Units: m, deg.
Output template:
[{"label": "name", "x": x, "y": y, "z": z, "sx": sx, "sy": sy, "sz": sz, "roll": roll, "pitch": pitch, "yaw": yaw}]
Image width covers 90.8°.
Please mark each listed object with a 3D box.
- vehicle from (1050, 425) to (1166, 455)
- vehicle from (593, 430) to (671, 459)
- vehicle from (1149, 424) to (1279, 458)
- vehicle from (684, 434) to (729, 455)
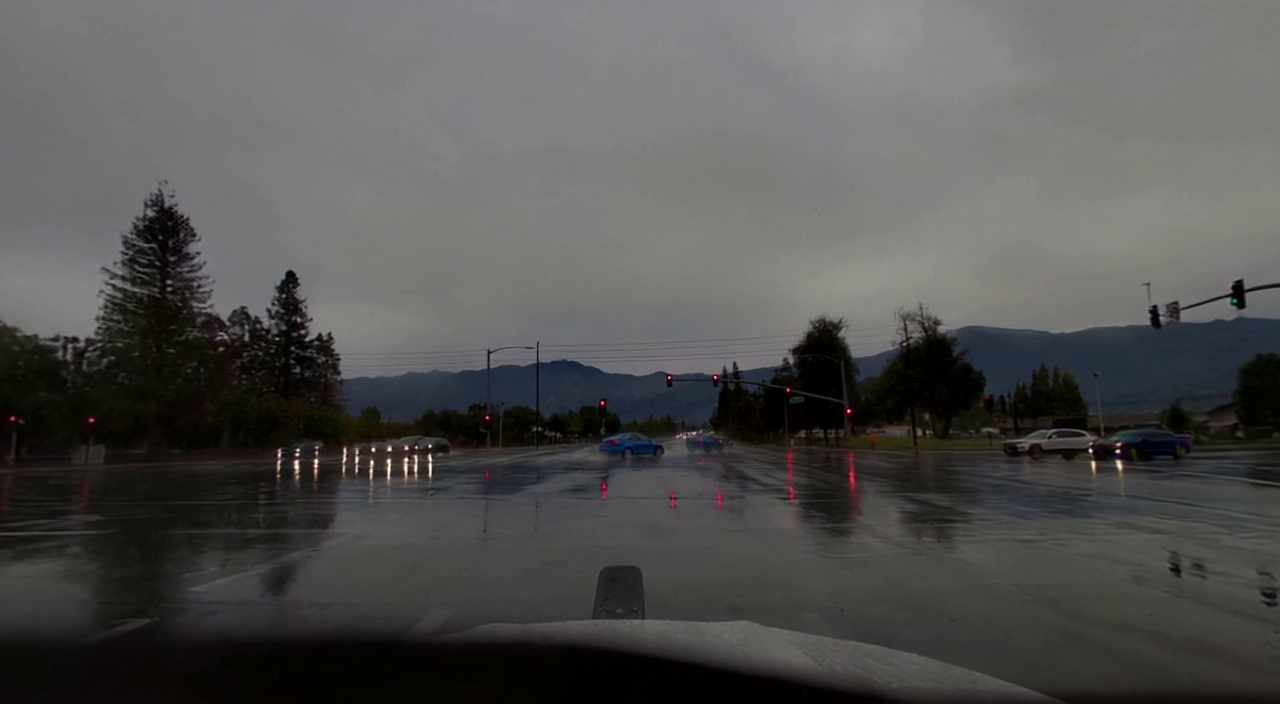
[{"label": "vehicle", "x": 27.524, "y": 5.192, "z": 37.280, "sx": 5.100, "sy": 1.680, "sz": 2.055, "roll": 0, "pitch": -8, "yaw": 2}, {"label": "vehicle", "x": -0.458, "y": 5.852, "z": 40.006, "sx": 2.105, "sy": 1.735, "sz": 4.812, "roll": -8, "pitch": -12, "yaw": 44}, {"label": "vehicle", "x": 27.283, "y": 4.205, "z": 29.822, "sx": 4.778, "sy": 1.495, "sz": 1.959, "roll": 0, "pitch": -8, "yaw": 0}, {"label": "vehicle", "x": 5.243, "y": 7.207, "z": 49.191, "sx": 2.044, "sy": 1.542, "sz": 4.218, "roll": -5, "pitch": -10, "yaw": 28}]
